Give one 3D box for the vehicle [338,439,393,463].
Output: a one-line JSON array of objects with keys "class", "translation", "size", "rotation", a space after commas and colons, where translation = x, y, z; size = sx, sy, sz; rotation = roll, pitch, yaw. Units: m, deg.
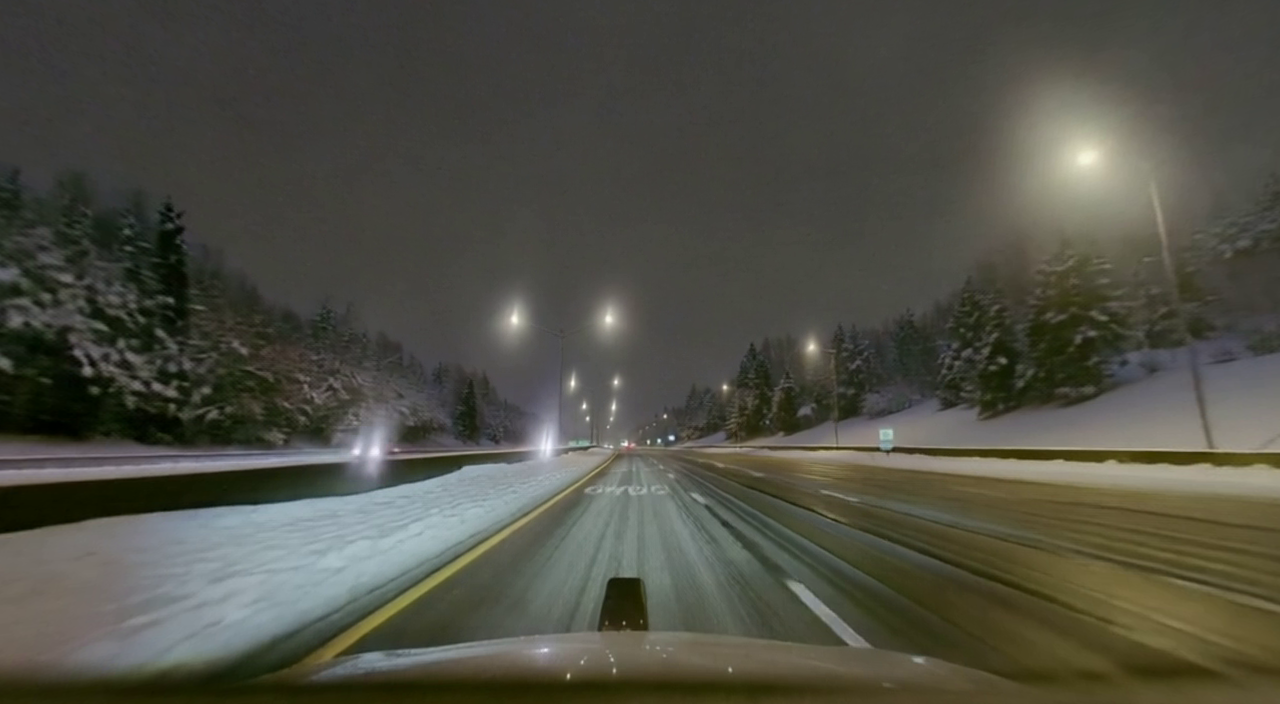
[{"class": "vehicle", "translation": [-19.519, 7.059, 45.105], "size": [1.907, 1.553, 4.616], "rotation": [0, -8, -1]}]
